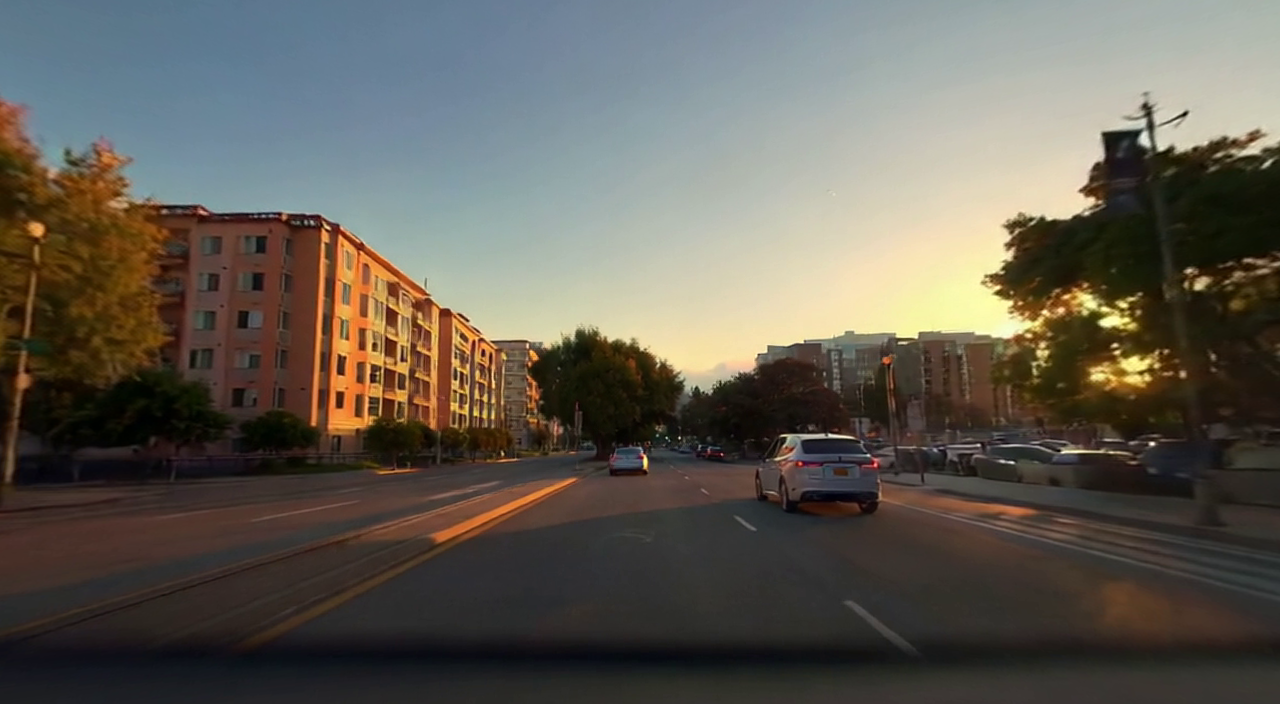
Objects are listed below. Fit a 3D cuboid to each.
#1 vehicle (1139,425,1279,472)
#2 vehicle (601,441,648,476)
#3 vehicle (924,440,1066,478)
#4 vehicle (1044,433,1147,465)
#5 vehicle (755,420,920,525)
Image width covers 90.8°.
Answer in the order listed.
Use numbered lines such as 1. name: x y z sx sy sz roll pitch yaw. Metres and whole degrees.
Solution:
1. vehicle: 25.723 4.262 28.015 5.429 1.787 2.125 -2 -9 -4
2. vehicle: -0.630 4.839 28.931 2.006 1.487 3.535 0 -8 1
3. vehicle: 14.566 4.402 26.101 4.607 1.466 2.053 0 -9 -3
4. vehicle: 26.275 5.619 36.535 4.330 1.748 1.961 0 -8 1
5. vehicle: 3.635 2.298 12.507 1.949 1.723 4.020 0 -8 0
